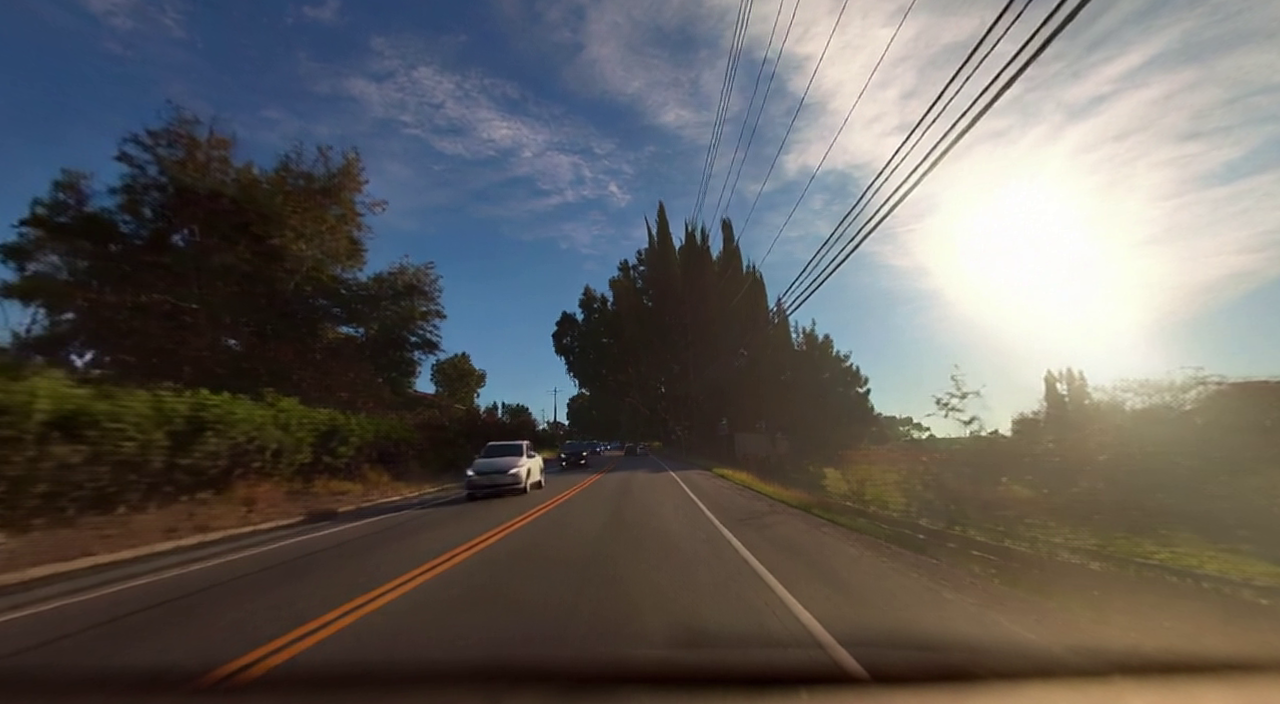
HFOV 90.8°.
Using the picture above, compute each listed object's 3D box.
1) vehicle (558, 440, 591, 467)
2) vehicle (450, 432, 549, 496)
[{"bbox_3d":[-4.619,7.237,45.162,1.968,1.813,4.409,0,-8,-1],"label":"vehicle"},{"bbox_3d":[-4.480,3.648,21.030,2.225,1.872,4.588,0,-8,0],"label":"vehicle"}]
